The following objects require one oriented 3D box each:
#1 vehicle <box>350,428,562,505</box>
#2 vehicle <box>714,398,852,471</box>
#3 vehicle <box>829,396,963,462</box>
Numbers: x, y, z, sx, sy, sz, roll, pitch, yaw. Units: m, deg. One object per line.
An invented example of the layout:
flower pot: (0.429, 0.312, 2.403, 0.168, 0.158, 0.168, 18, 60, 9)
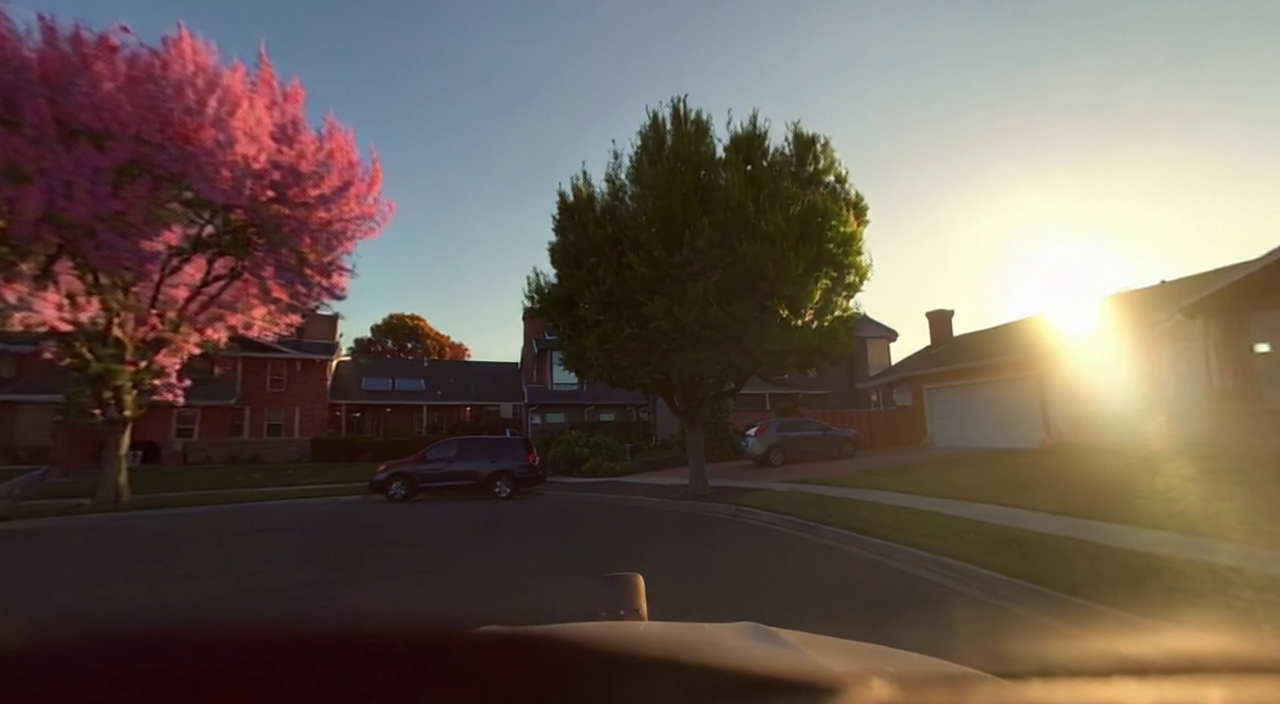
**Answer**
vehicle: (-4.703, 2.974, 16.610, 4.815, 1.827, 2.147, -2, -9, 9)
vehicle: (4.612, 2.554, 19.982, 2.310, 1.701, 4.280, -10, -6, 41)
vehicle: (7.973, 2.342, 19.458, 2.152, 1.773, 4.495, -9, -10, 44)
